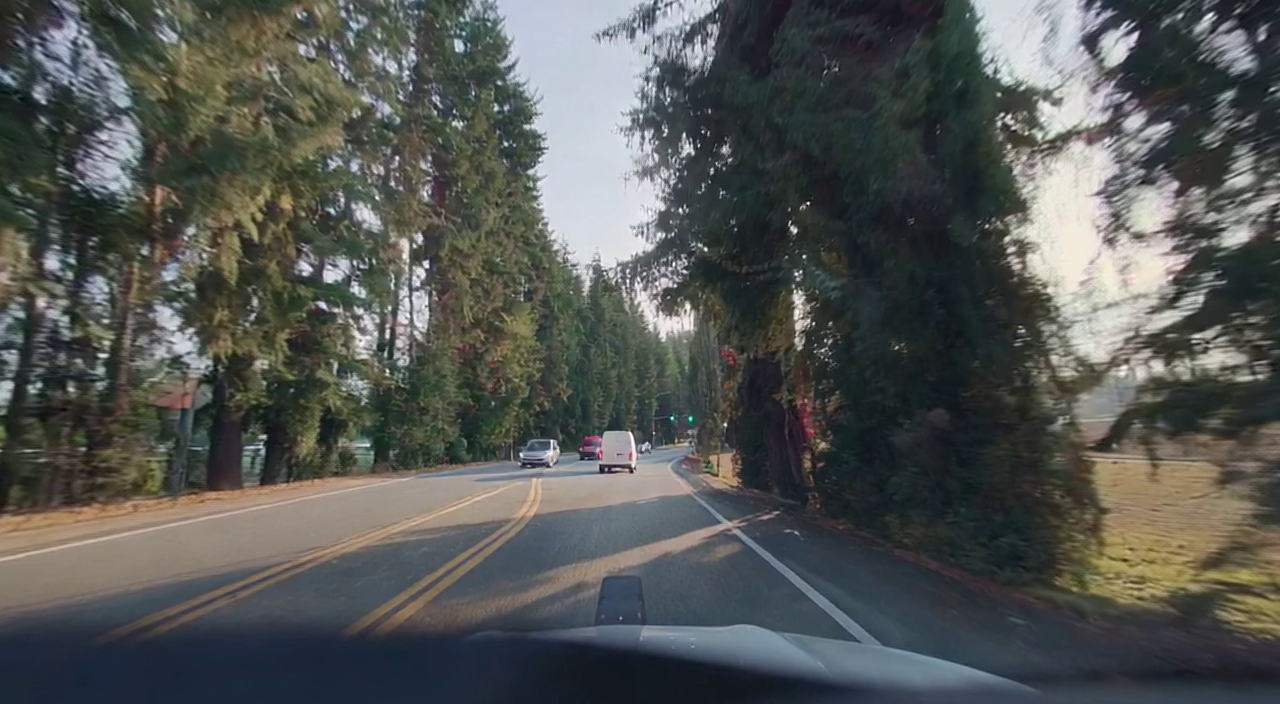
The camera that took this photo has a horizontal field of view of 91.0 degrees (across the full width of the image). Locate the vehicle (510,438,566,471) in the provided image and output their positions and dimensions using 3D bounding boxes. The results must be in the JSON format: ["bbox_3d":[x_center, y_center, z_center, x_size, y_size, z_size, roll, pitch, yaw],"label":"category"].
[{"bbox_3d":[-5.348,5.451,33.631,2.051,1.648,4.451,0,-8,3],"label":"vehicle"}]

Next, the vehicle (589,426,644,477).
[{"bbox_3d":[-1.104,4.665,29.631,2.362,2.185,5.212,0,-8,-2],"label":"vehicle"}]
